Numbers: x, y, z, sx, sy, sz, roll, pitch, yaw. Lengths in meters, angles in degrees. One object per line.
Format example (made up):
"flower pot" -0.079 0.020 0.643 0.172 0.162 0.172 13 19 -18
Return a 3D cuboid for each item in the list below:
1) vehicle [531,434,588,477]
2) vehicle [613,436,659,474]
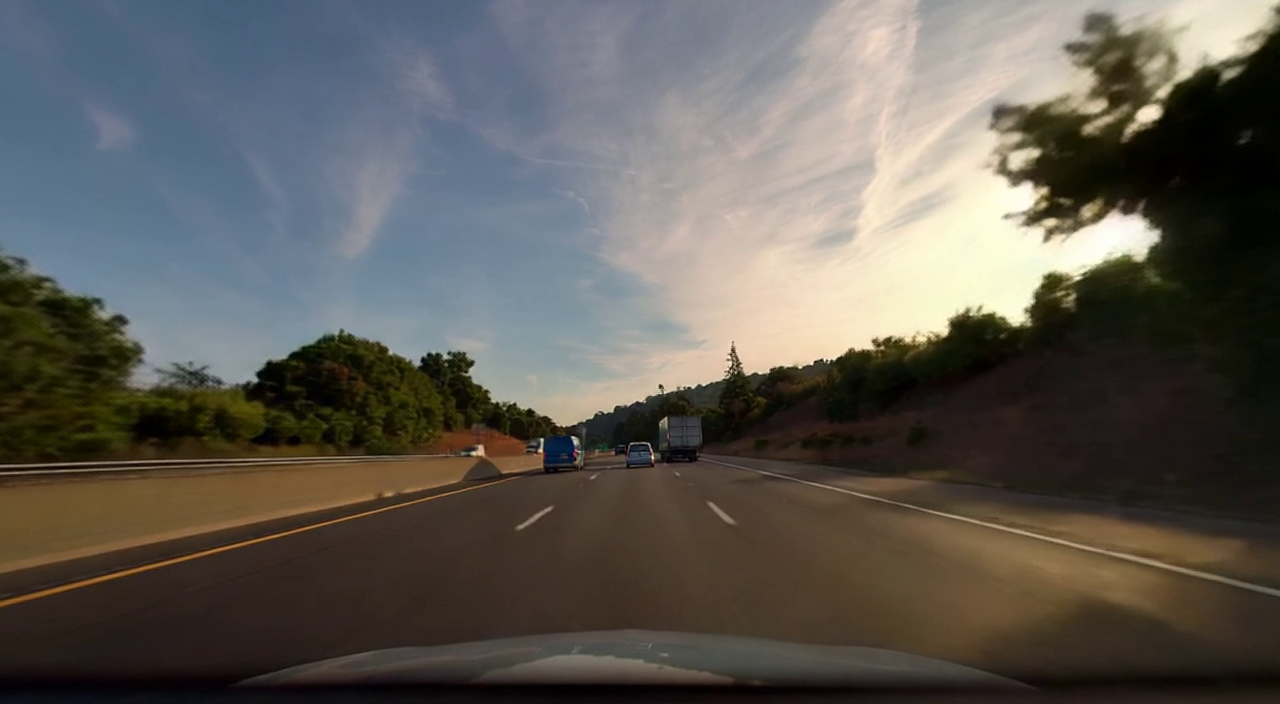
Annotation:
"vehicle" -4.009 5.262 32.247 2.167 1.991 5.062 -1 -9 1
"vehicle" -0.202 5.375 32.880 2.209 1.825 4.036 -1 -9 0
